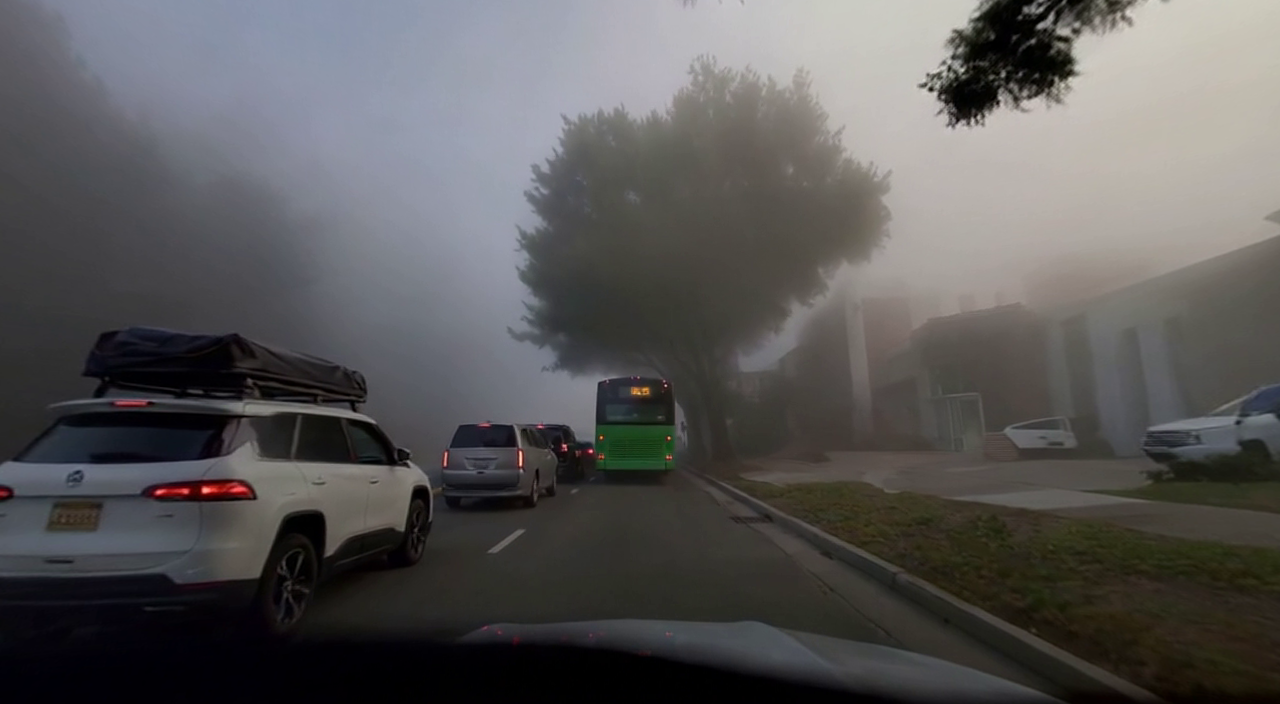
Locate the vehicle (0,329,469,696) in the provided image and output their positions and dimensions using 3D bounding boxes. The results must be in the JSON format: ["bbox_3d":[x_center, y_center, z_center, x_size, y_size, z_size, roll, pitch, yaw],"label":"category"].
[{"bbox_3d":[-3.364,1.190,5.847,2.095,1.892,5.043,0,-9,0],"label":"vehicle"}]

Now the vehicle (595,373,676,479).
[{"bbox_3d":[-0.170,3.619,29.327,2.970,3.857,12.200,0,-9,0],"label":"vehicle"}]

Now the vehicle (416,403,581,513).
[{"bbox_3d":[-3.051,2.520,15.345,2.546,2.125,5.869,0,-9,1],"label":"vehicle"}]
